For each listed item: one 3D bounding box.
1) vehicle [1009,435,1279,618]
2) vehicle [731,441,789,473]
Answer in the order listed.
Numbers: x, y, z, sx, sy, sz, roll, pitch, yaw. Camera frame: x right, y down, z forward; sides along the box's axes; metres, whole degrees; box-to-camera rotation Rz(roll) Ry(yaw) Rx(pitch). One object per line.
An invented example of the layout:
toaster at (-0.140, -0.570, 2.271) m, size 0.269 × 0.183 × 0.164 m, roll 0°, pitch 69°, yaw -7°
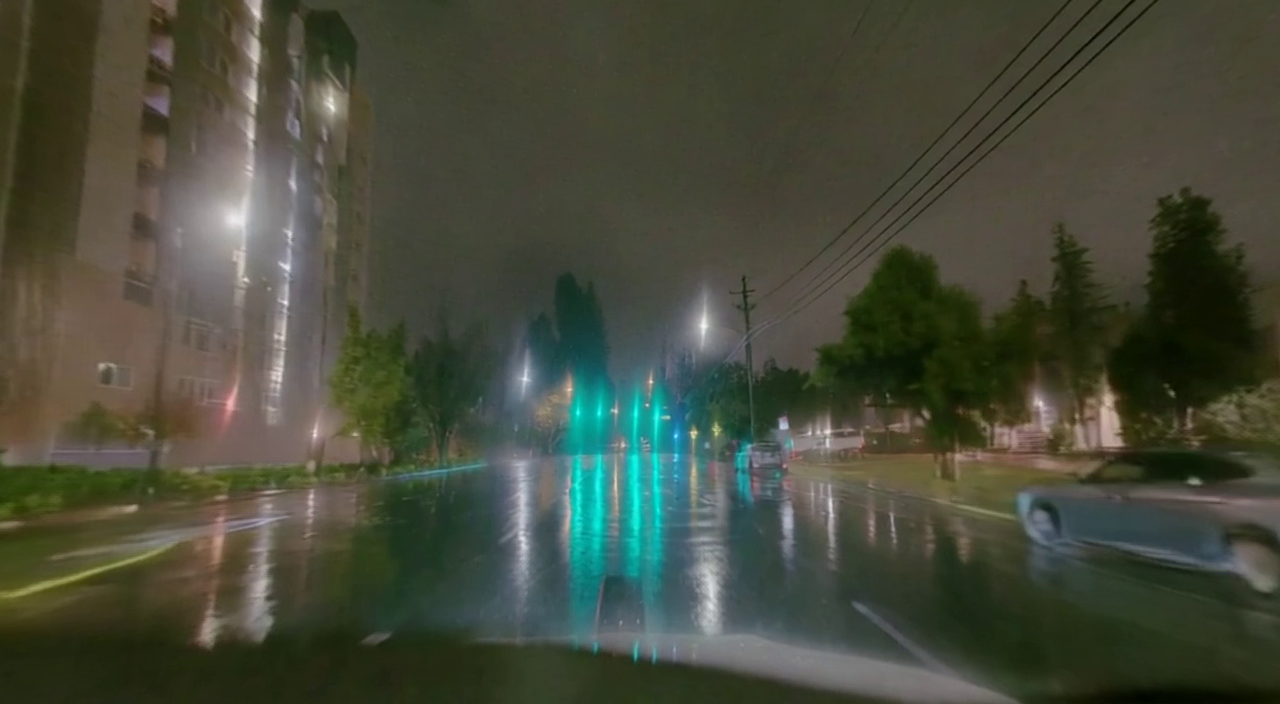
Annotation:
vehicle at (6.168, 1.589, 6.295) m, size 1.944 × 1.478 × 4.885 m, roll 0°, pitch -8°, yaw -1°
vehicle at (6.259, 5.532, 33.507) m, size 1.948 × 1.526 × 4.518 m, roll 0°, pitch -9°, yaw -3°
